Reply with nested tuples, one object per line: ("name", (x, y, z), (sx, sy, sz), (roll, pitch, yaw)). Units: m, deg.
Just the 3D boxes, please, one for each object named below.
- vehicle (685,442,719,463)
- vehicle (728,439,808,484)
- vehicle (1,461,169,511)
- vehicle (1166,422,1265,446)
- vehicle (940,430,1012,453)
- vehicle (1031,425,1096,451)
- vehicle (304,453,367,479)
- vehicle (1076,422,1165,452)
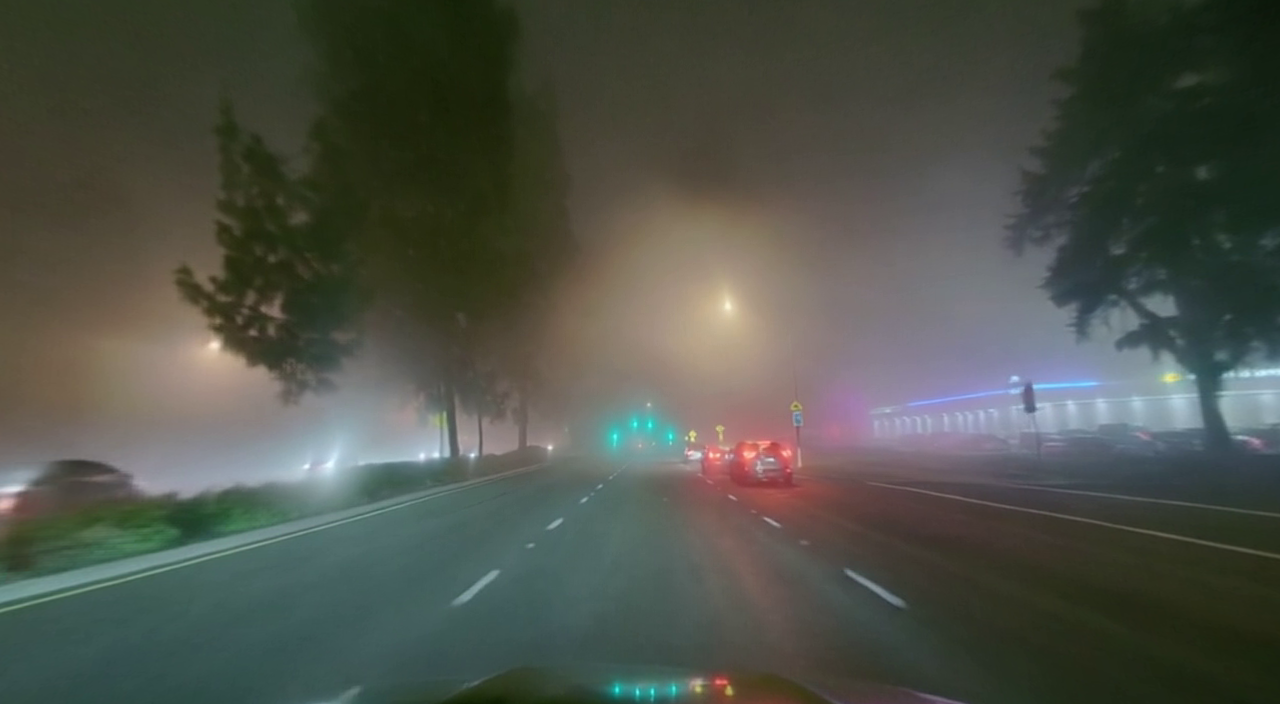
("vehicle", (4.548, 7.442, 46.762), (1.939, 1.474, 4.716), (0, -8, -1))
("vehicle", (4.461, 3.873, 22.607), (1.913, 1.463, 4.198), (0, -8, -1))
("vehicle", (-20.264, 4.870, 23.392), (1.891, 1.498, 4.815), (0, -8, -1))
("vehicle", (39.392, 5.664, 43.234), (2.342, 1.427, 4.442), (3, -9, -35))
("vehicle", (23.967, 6.434, 45.086), (1.837, 1.536, 4.036), (6, -11, -37))
("vehicle", (29.406, 5.980, 43.770), (3.978, 1.515, 1.859), (-1, -8, -27))
("vehicle", (-20.615, 7.692, 42.910), (1.936, 1.603, 4.714), (0, -8, 0))
("vehicle", (29.265, 5.166, 38.624), (1.811, 1.664, 5.065), (-3, -7, 6))
